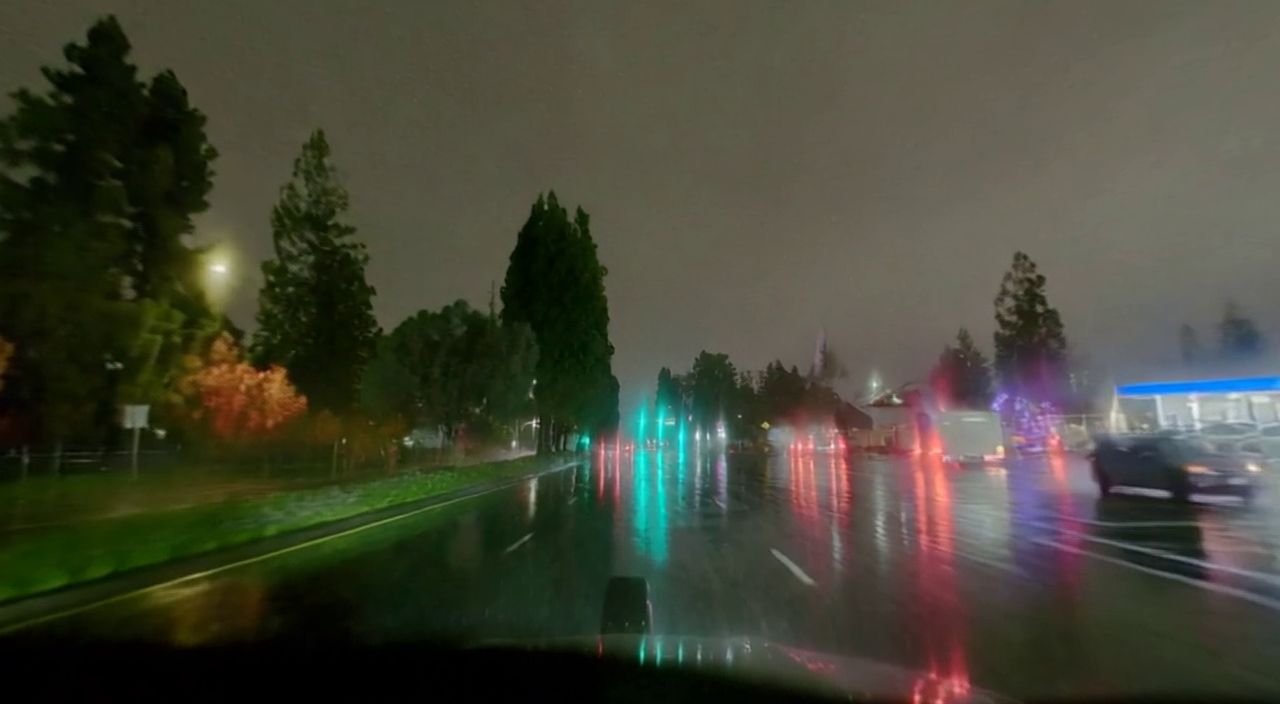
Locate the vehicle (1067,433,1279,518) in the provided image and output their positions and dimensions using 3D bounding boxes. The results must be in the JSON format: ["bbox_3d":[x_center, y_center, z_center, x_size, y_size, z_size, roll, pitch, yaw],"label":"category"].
[{"bbox_3d":[11.656,2.528,13.512,1.967,1.500,4.353,-1,-8,1],"label":"vehicle"}]

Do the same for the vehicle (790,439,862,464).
[{"bbox_3d":[12.918,6.903,43.811,4.359,1.656,1.894,2,-9,-13],"label":"vehicle"}]

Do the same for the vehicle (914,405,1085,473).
[{"bbox_3d":[15.225,3.728,26.999,5.820,2.752,2.234,0,-8,-1],"label":"vehicle"}]
